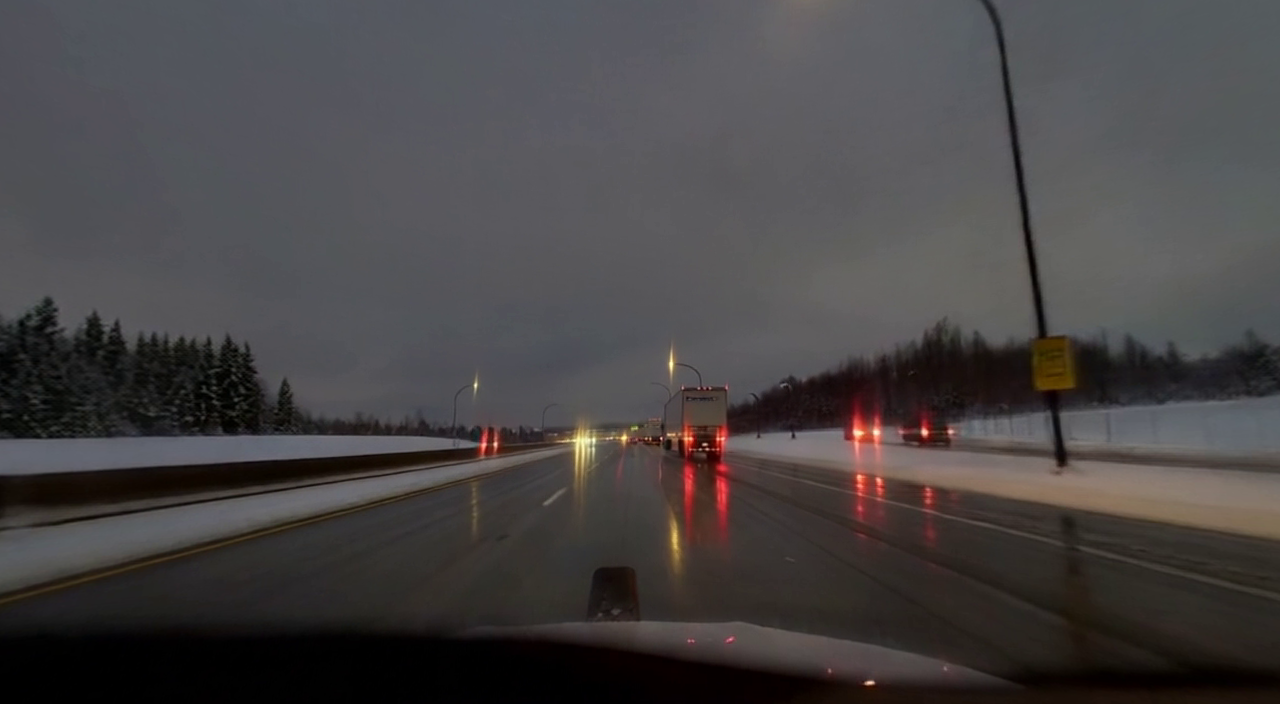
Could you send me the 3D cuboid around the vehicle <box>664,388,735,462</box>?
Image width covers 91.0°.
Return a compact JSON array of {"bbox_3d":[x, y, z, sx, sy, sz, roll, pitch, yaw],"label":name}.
[{"bbox_3d":[3.593,5.058,42.107,2.976,4.064,14.619,0,-8,-1],"label":"vehicle"}]
